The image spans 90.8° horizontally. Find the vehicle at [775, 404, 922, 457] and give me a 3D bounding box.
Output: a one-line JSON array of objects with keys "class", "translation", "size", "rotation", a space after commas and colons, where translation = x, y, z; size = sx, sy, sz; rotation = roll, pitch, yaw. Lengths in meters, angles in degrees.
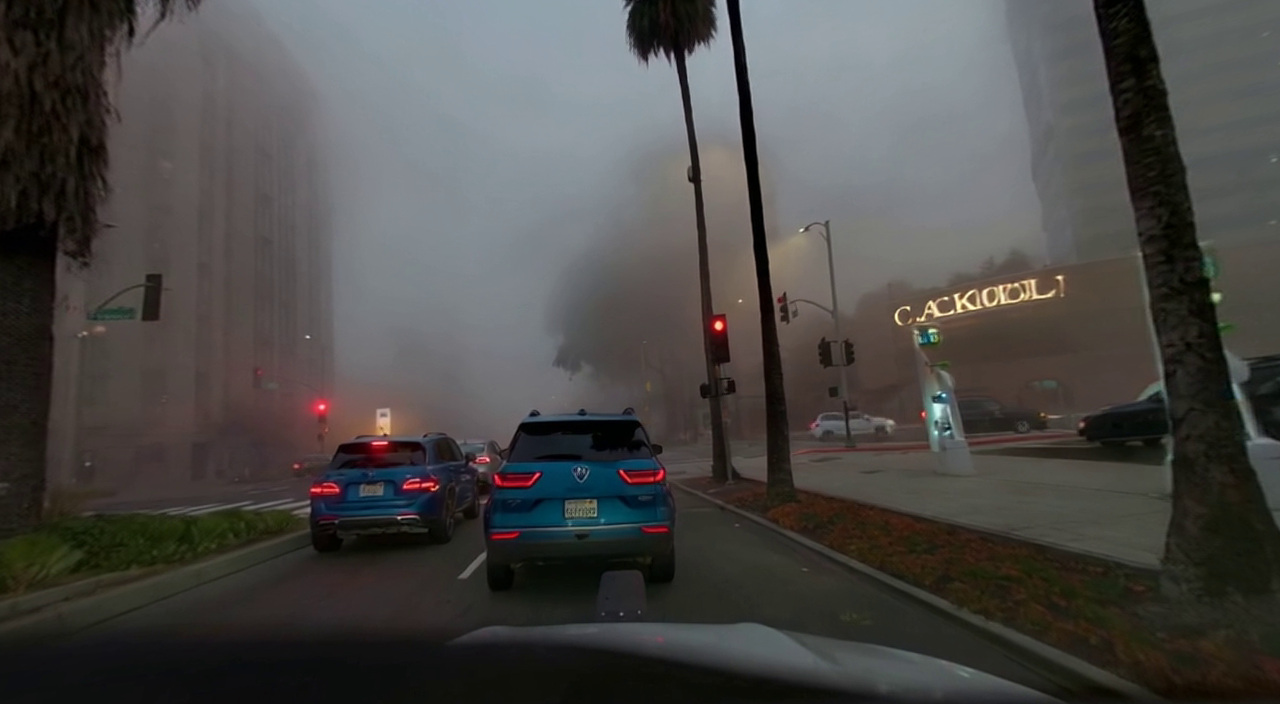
[{"class": "vehicle", "translation": [8.531, 3.270, 26.158], "size": [5.307, 2.076, 2.122], "rotation": [1, -8, -6]}]

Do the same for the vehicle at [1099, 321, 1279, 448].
[{"class": "vehicle", "translation": [10.281, 0.619, 10.013], "size": [4.420, 1.766, 2.104], "rotation": [1, -8, -6]}]

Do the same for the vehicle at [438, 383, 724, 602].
[{"class": "vehicle", "translation": [-0.677, 1.588, 8.105], "size": [2.519, 1.913, 4.819], "rotation": [0, -8, -4]}]

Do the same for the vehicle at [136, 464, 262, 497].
[{"class": "vehicle", "translation": [-24.532, 7.175, 35.354], "size": [5.241, 1.634, 2.284], "rotation": [1, -8, -7]}]

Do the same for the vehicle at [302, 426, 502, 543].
[{"class": "vehicle", "translation": [-4.050, 2.313, 11.860], "size": [2.097, 1.692, 5.030], "rotation": [0, -8, -4]}]

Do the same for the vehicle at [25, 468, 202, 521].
[{"class": "vehicle", "translation": [-19.101, 5.138, 23.066], "size": [4.660, 1.708, 2.331], "rotation": [-2, -8, 9]}]

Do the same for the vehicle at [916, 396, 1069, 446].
[{"class": "vehicle", "translation": [14.642, 2.917, 26.458], "size": [5.033, 1.999, 2.259], "rotation": [0, -8, -3]}]
